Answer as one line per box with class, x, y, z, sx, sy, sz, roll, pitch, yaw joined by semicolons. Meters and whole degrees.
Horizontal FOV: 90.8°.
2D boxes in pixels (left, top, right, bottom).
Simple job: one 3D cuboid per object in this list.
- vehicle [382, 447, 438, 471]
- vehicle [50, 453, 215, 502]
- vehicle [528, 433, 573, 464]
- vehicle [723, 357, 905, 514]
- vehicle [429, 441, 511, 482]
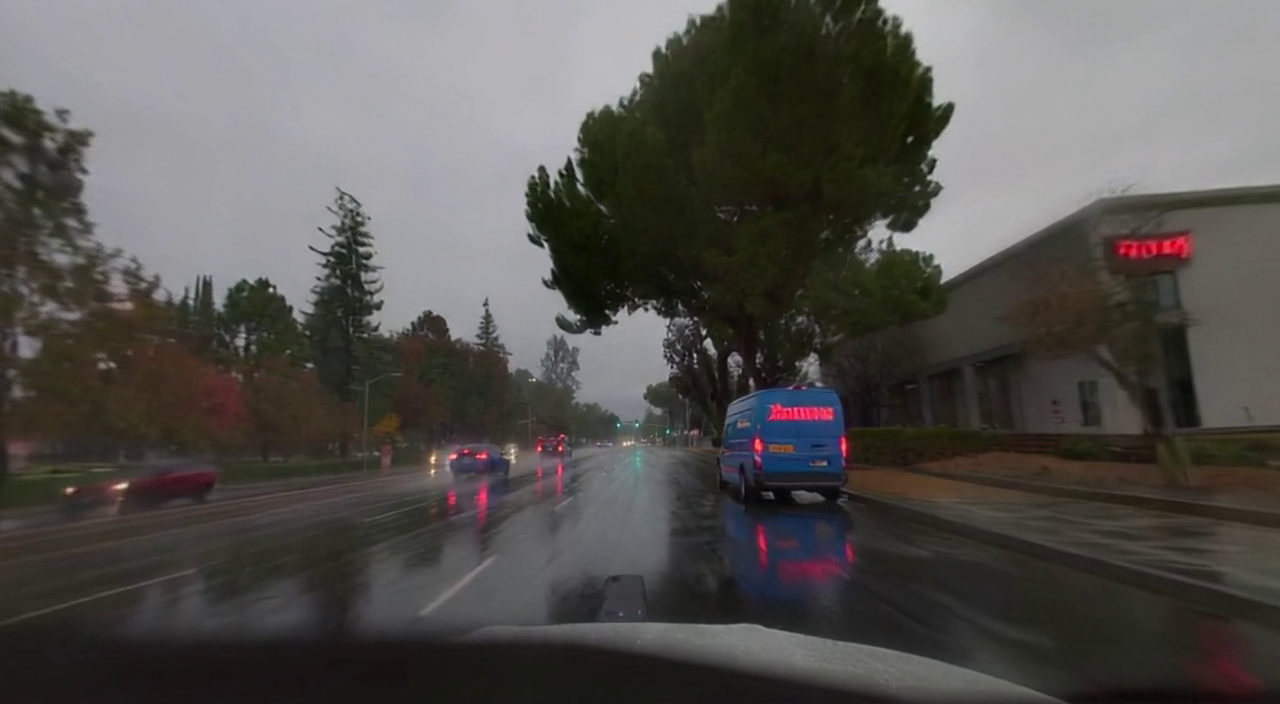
vehicle;-14.931;6.960;41.271;1.842;1.472;4.639;0;-9;1
vehicle;-18.003;4.443;22.797;1.974;1.525;4.738;0;-9;0
vehicle;-6.291;6.898;45.256;2.332;2.039;5.678;0;-9;1
vehicle;3.657;1.956;14.612;2.791;3.026;4.668;0;-9;0
vehicle;-6.594;4.311;25.109;1.970;1.456;4.441;0;-9;1
